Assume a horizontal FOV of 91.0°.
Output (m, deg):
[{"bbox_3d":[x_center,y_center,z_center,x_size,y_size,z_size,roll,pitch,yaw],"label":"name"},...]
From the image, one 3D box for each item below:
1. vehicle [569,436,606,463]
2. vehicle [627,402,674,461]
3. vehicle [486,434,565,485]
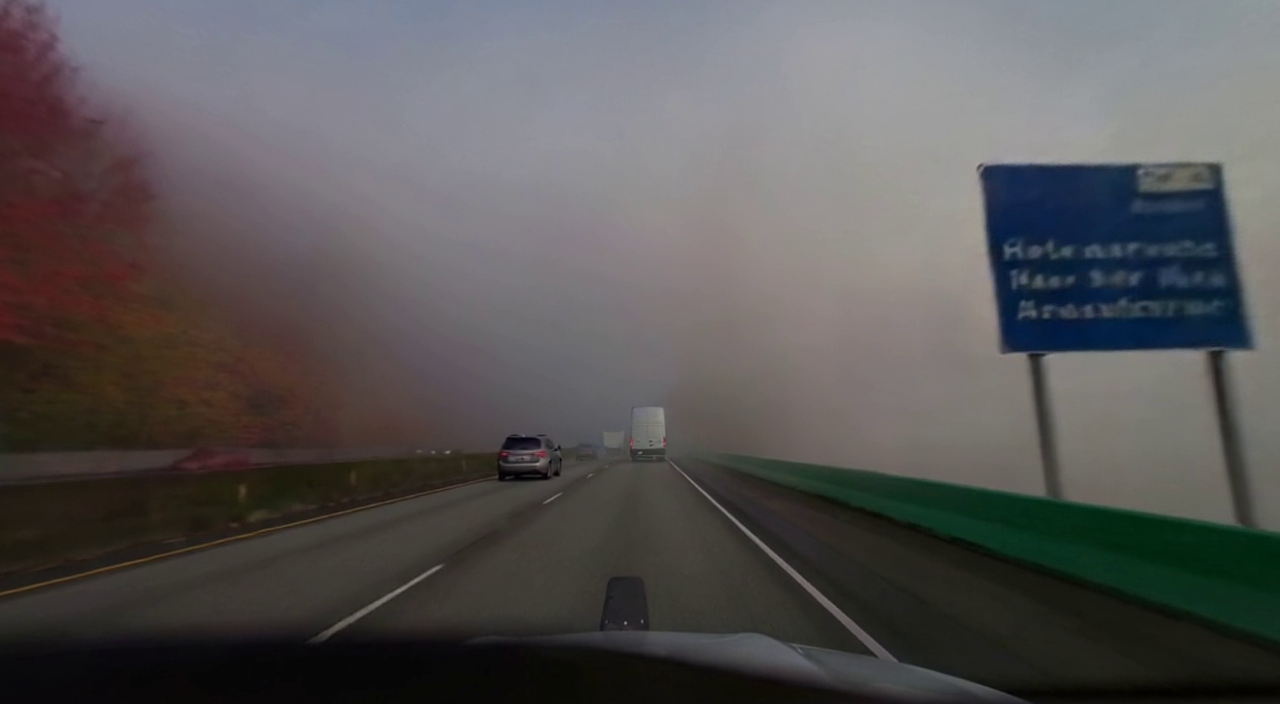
[{"bbox_3d":[-3.295,6.202,40.136,1.962,1.575,4.158,0,-8,1],"label":"vehicle"},{"bbox_3d":[0.712,5.694,44.561,2.933,3.701,10.425,0,-8,1],"label":"vehicle"},{"bbox_3d":[-3.784,3.601,21.484,1.927,1.556,3.921,0,-8,1],"label":"vehicle"}]
